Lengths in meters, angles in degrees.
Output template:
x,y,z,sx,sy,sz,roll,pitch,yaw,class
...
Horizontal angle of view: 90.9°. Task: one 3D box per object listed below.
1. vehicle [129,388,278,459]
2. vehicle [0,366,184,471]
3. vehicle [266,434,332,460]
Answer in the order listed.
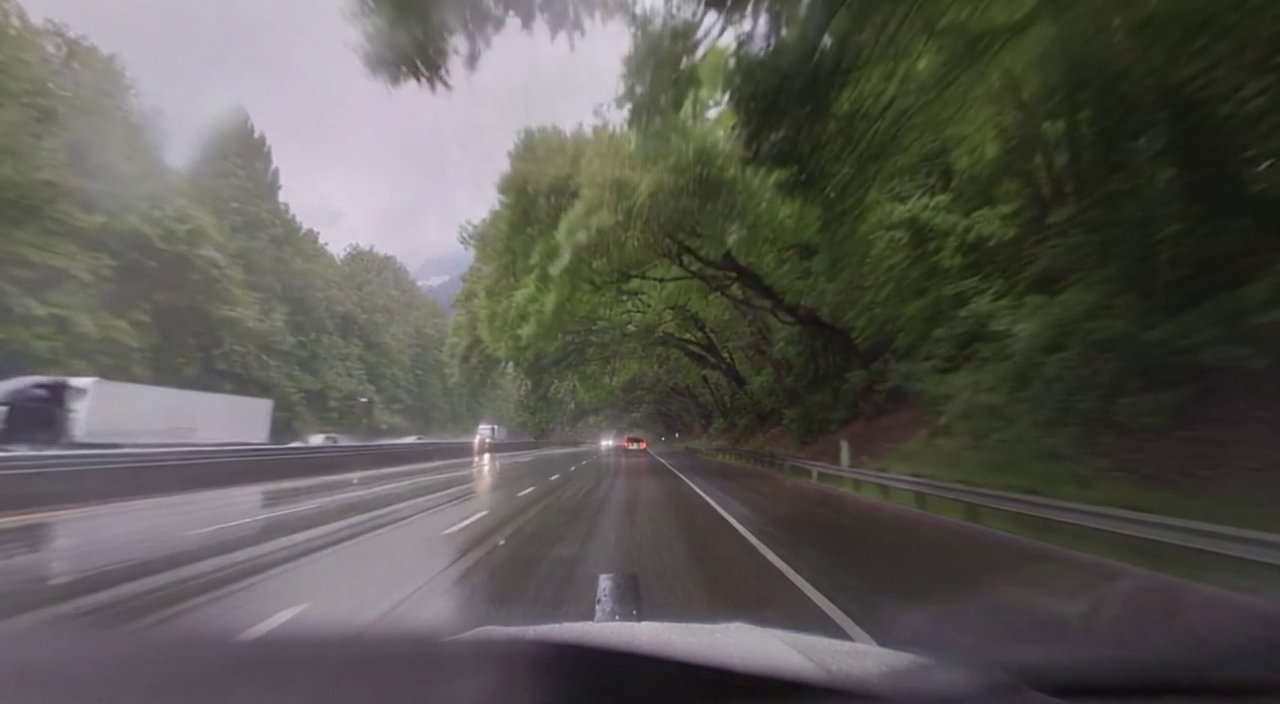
x,y,z,sx,sy,sz,roll,pitch,yaw,class
-24.332,4.131,35.790,2.814,3.541,7.810,0,-8,-1,vehicle
-24.130,2.875,26.234,2.975,3.670,9.888,0,-8,-1,vehicle
-20.624,5.753,38.267,1.823,1.457,4.109,0,-8,-2,vehicle
